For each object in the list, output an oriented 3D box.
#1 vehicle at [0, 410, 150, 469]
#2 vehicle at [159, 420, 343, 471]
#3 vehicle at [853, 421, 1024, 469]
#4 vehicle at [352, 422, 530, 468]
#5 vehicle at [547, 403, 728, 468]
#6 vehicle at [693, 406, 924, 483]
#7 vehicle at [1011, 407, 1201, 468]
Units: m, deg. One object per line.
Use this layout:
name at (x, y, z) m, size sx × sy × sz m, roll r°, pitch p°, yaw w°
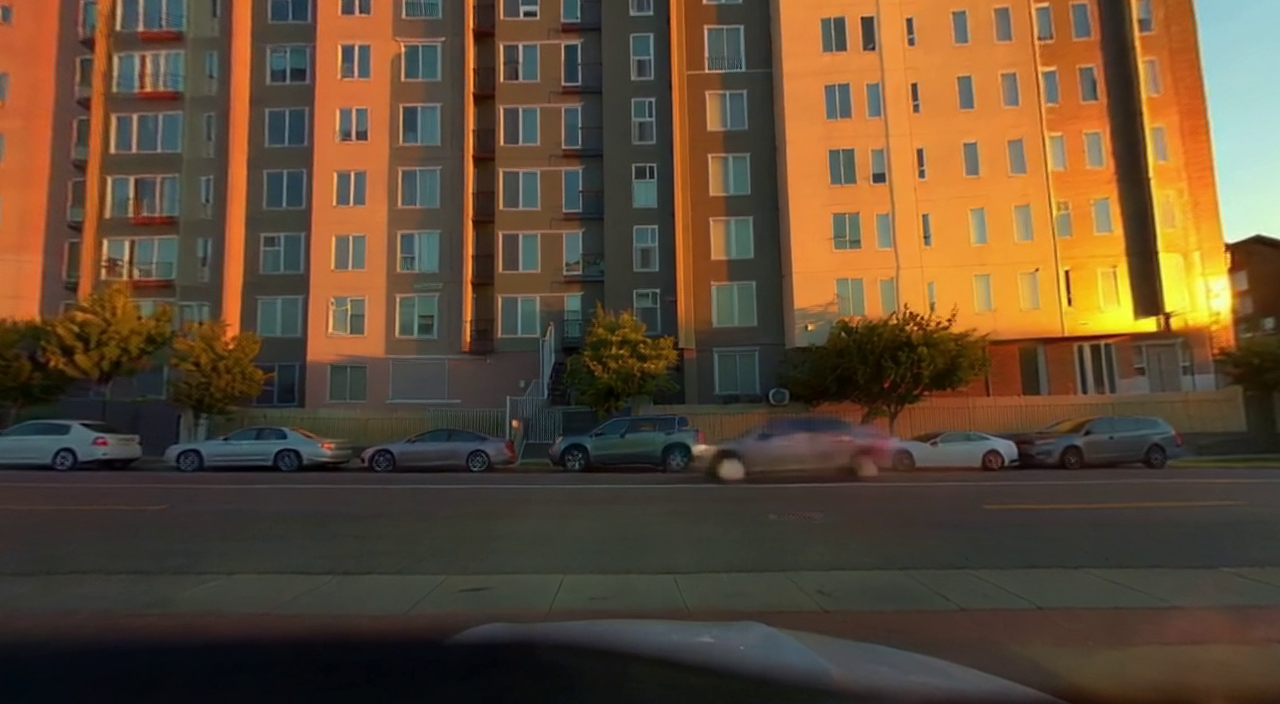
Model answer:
vehicle at (-17.691, 2.610, 18.831) m, size 4.426 × 1.641 × 1.889 m, roll 0°, pitch -8°, yaw -5°
vehicle at (-11.623, 2.826, 19.147) m, size 4.336 × 1.438 × 1.776 m, roll 1°, pitch -8°, yaw -4°
vehicle at (9.268, 2.876, 19.815) m, size 4.521 × 1.411 × 1.726 m, roll 1°, pitch -6°, yaw -4°
vehicle at (-5.958, 2.873, 19.380) m, size 4.851 × 1.339 × 1.785 m, roll 0°, pitch -10°, yaw -3°
vehicle at (-0.134, 2.630, 19.613) m, size 5.299 × 1.860 × 2.098 m, roll 1°, pitch -10°, yaw -5°
vehicle at (3.432, 1.980, 13.607) m, size 4.396 × 1.501 × 1.955 m, roll 0°, pitch -8°, yaw -1°
vehicle at (14.835, 2.708, 20.317) m, size 4.544 × 1.780 × 1.966 m, roll -1°, pitch -5°, yaw -1°
